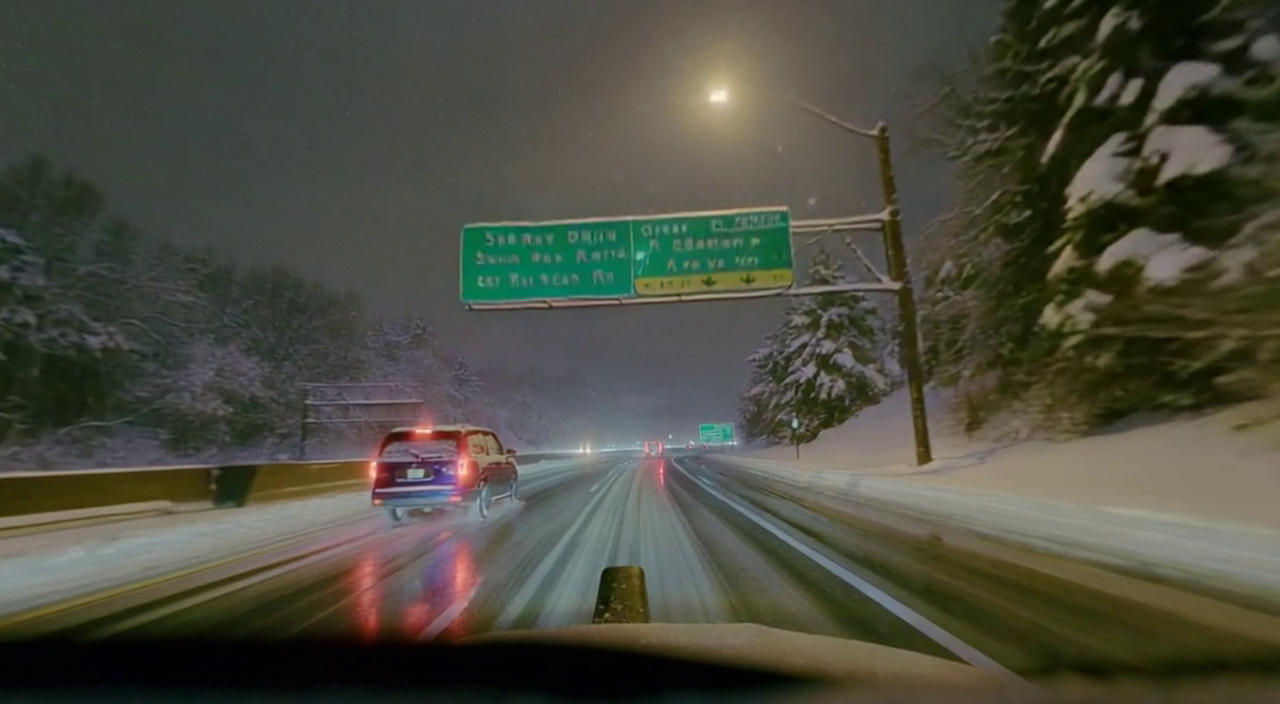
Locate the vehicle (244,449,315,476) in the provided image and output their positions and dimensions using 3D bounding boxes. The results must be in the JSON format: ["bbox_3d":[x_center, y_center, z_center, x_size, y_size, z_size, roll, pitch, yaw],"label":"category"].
[{"bbox_3d":[-23.452,7.183,41.254,1.860,1.621,4.820,-1,-8,0],"label":"vehicle"}]

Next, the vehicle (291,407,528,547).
[{"bbox_3d":[-3.628,2.113,11.457,2.143,1.851,5.817,0,-8,0],"label":"vehicle"}]
